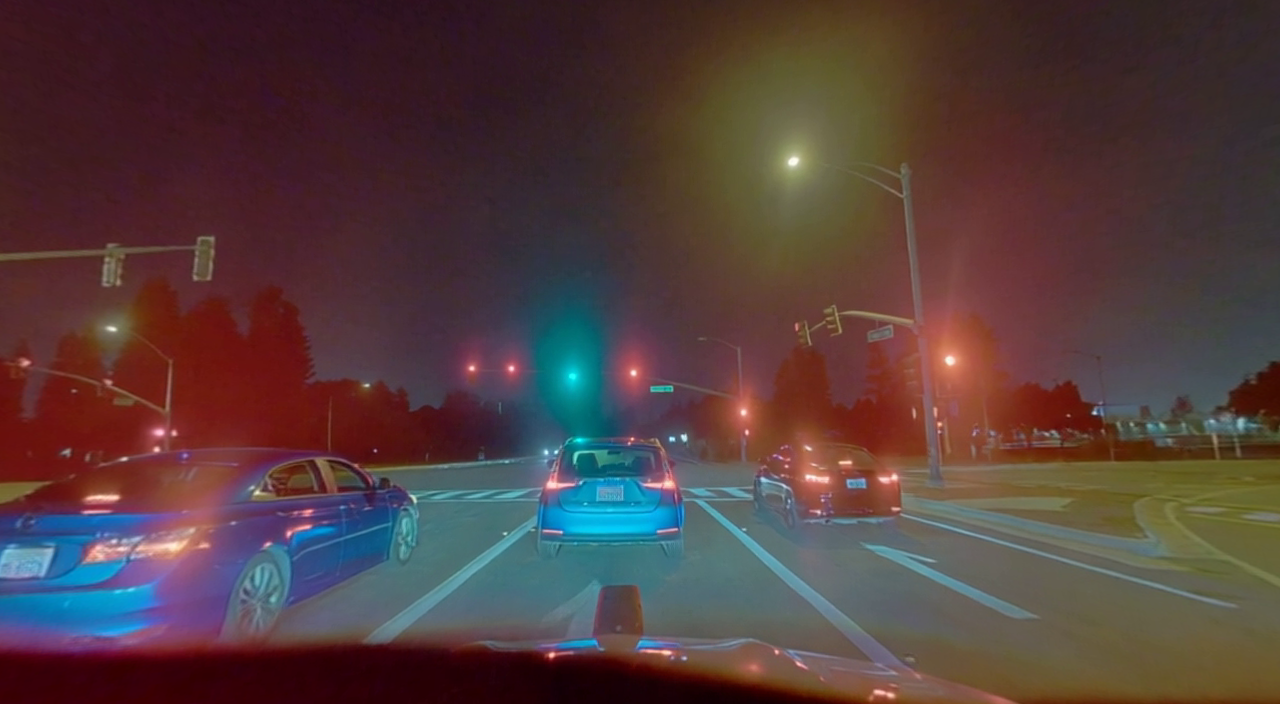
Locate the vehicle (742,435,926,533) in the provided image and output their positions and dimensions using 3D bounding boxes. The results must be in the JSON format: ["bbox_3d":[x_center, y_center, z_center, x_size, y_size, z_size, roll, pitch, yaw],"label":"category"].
[{"bbox_3d":[3.279,2.322,11.767,1.970,1.449,4.433,0,-8,-1],"label":"vehicle"}]

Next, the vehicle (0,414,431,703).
[{"bbox_3d":[-3.582,1.387,5.429,2.052,1.472,4.479,0,-8,0],"label":"vehicle"}]

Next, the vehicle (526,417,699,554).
[{"bbox_3d":[-0.344,1.865,9.460,2.038,1.599,3.844,0,-8,0],"label":"vehicle"}]
